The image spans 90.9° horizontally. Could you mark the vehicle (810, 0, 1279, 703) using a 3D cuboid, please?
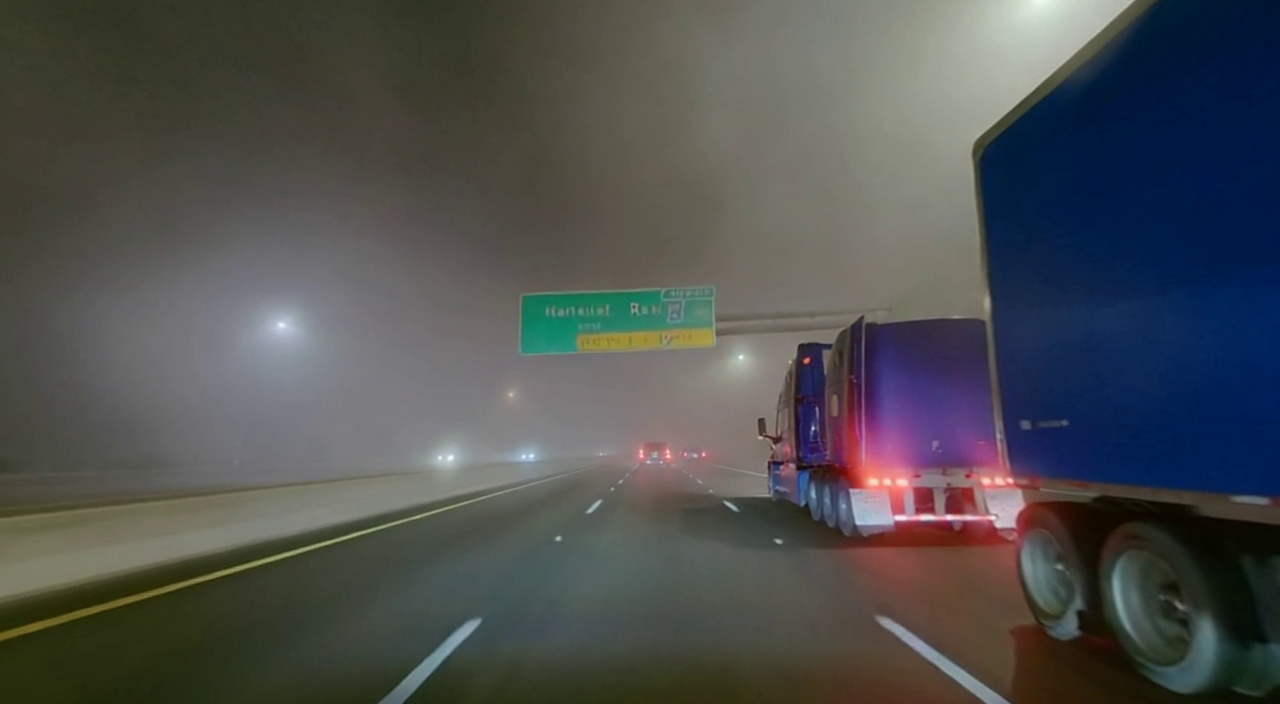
[{"bbox_3d":[4.124,-0.500,1.769,3.019,4.145,16.453,-1,-9,1],"label":"vehicle"}]

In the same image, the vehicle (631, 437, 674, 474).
[{"bbox_3d":[0.676,5.689,34.806,2.205,1.860,4.301,-1,-9,0],"label":"vehicle"}]
